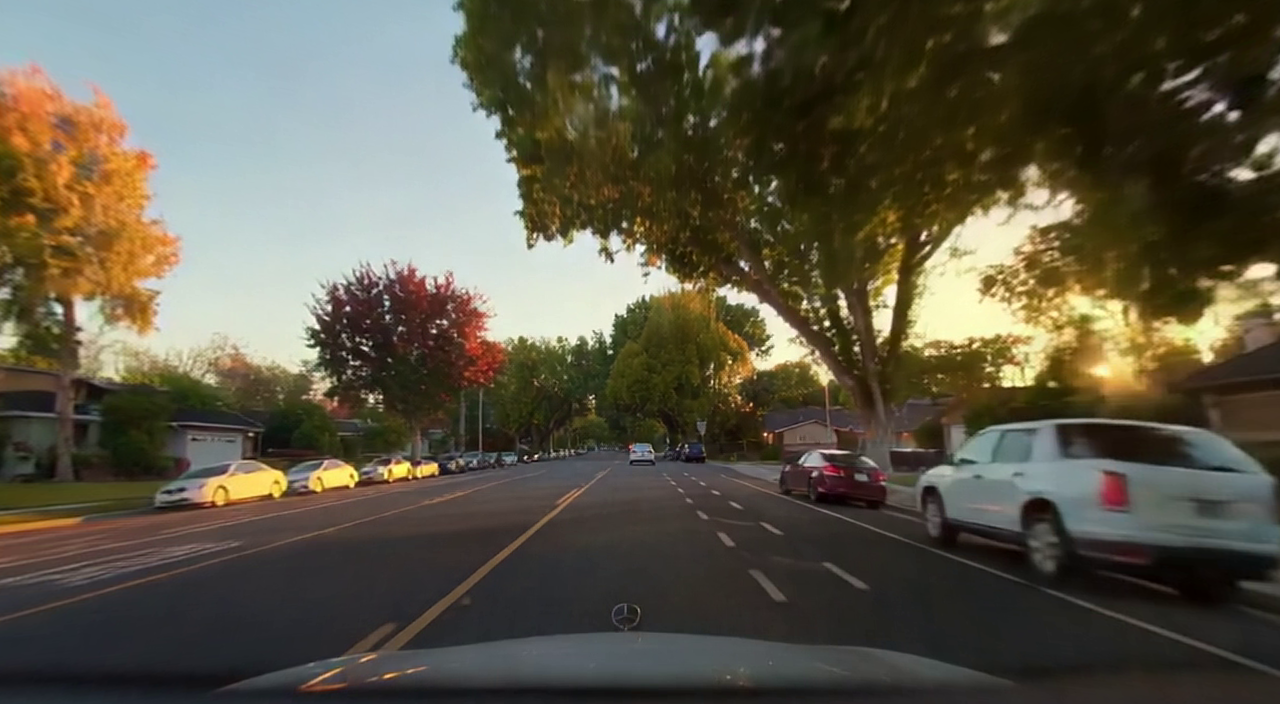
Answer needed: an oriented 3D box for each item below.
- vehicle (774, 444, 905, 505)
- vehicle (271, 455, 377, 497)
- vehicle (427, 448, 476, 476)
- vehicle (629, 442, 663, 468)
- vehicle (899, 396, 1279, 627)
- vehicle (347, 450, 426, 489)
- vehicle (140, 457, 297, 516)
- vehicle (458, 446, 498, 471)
[{"bbox_3d":[5.271,3.284,17.453,1.978,1.438,4.716,1,-9,-1],"label":"vehicle"},{"bbox_3d":[-12.358,4.848,25.065,1.916,1.463,4.564,0,-9,-1],"label":"vehicle"},{"bbox_3d":[-12.557,7.328,42.416,1.938,1.738,4.516,0,-9,-1],"label":"vehicle"},{"bbox_3d":[0.335,6.459,39.738,2.022,1.471,3.973,0,-9,-1],"label":"vehicle"},{"bbox_3d":[5.156,1.628,7.479,2.078,1.813,4.827,0,-9,0],"label":"vehicle"},{"bbox_3d":[-12.202,5.650,30.825,1.905,1.503,5.015,-4,-8,-1],"label":"vehicle"},{"bbox_3d":[-12.502,3.968,19.137,1.877,1.505,4.125,0,-9,0],"label":"vehicle"},{"bbox_3d":[-12.440,8.190,48.811,1.904,1.805,5.100,1,-9,-3],"label":"vehicle"}]
